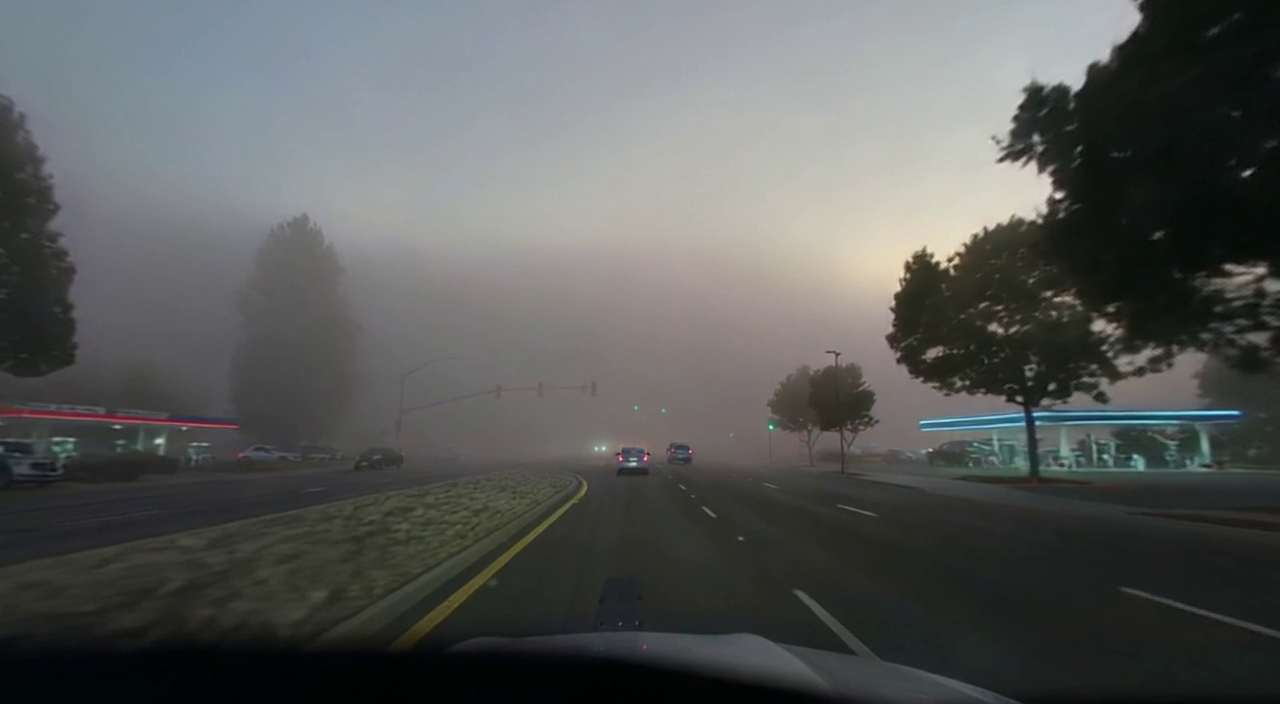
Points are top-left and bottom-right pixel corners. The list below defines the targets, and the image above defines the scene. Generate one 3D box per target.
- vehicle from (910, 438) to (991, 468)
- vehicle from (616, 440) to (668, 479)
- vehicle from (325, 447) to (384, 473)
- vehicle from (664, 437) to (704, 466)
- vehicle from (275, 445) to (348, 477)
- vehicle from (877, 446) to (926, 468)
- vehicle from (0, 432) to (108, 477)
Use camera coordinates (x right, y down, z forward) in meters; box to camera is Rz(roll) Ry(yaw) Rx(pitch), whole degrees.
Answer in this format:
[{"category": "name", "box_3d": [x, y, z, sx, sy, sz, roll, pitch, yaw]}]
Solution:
[{"category": "vehicle", "box_3d": [20.441, 6.695, 41.839, 2.254, 1.804, 5.953, -1, -9, -1]}, {"category": "vehicle", "box_3d": [0.058, 4.684, 27.664, 2.145, 1.572, 4.021, 0, -9, -1]}, {"category": "vehicle", "box_3d": [-19.136, 7.237, 42.402, 1.920, 1.638, 4.299, 0, -9, 0]}, {"category": "vehicle", "box_3d": [3.350, 7.830, 49.482, 2.731, 2.101, 6.047, 0, -9, 0]}, {"category": "vehicle", "box_3d": [-19.139, 6.356, 36.881, 1.967, 1.680, 4.396, -1, -9, -1]}, {"category": "vehicle", "box_3d": [20.258, 8.156, 48.977, 1.950, 1.519, 4.860, -3, -9, 4]}, {"category": "vehicle", "box_3d": [-30.655, 5.136, 31.772, 5.713, 2.148, 2.107, 0, -9, 4]}]
